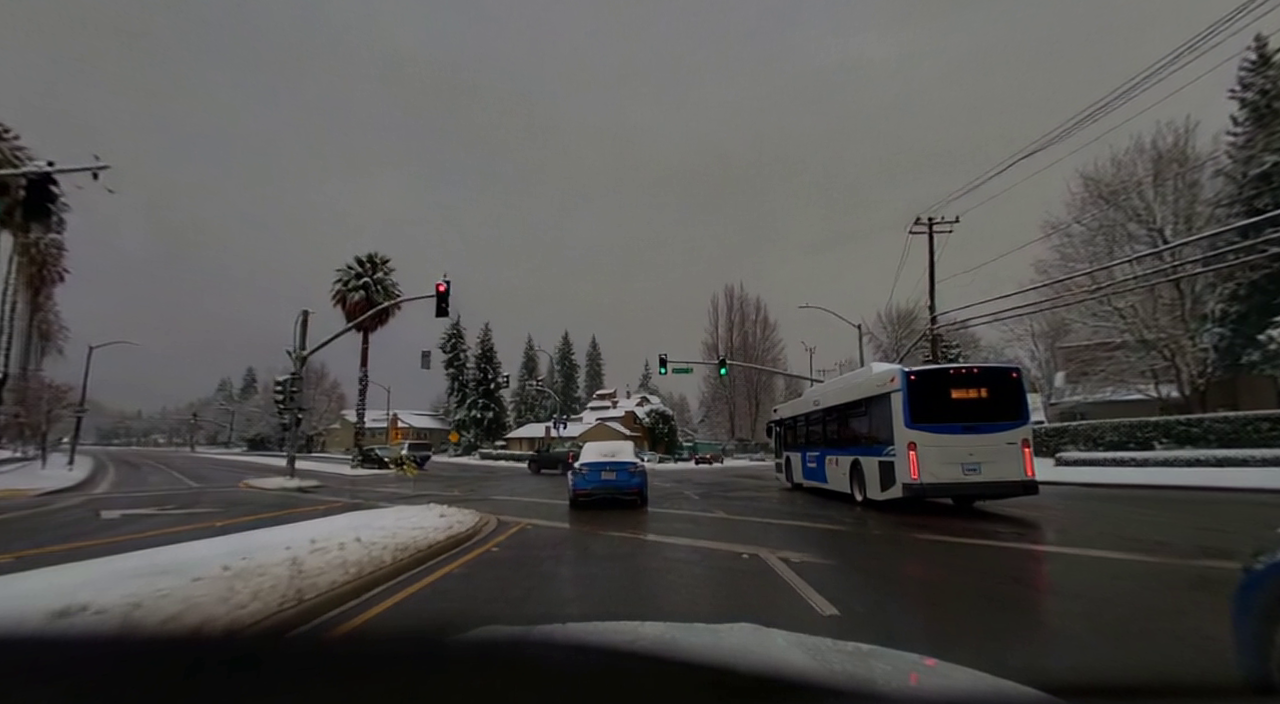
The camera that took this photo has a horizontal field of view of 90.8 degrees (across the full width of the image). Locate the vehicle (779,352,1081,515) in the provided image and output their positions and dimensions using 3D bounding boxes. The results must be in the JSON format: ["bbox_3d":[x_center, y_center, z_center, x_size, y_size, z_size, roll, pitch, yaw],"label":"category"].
[{"bbox_3d":[7.843,2.802,20.810,3.483,3.546,13.998,0,-9,1],"label":"vehicle"}]

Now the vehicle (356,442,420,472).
[{"bbox_3d":[-17.488,7.220,43.709,2.283,1.878,5.384,7,-12,-41],"label":"vehicle"}]

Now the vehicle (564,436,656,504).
[{"bbox_3d":[-1.021,3.376,18.545,2.341,1.709,4.466,1,-9,-7],"label":"vehicle"}]

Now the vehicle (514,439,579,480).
[{"bbox_3d":[-4.792,5.361,31.824,2.272,1.891,4.562,3,-9,-20],"label":"vehicle"}]
